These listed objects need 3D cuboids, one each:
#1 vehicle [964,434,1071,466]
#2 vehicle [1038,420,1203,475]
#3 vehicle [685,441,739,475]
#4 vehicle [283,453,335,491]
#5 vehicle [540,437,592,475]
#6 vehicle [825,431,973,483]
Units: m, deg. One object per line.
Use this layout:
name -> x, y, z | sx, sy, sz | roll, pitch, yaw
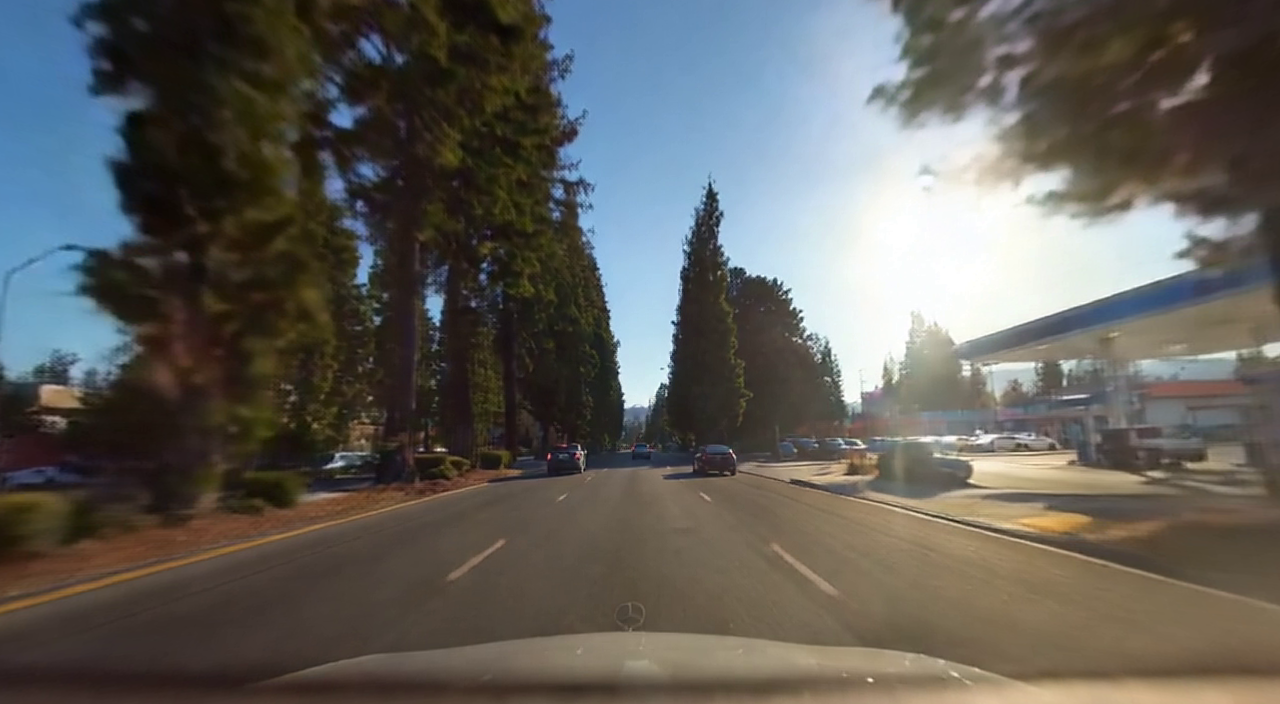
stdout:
vehicle -> 22.567, 5.843, 37.785 | 5.111, 1.785, 2.119 | 0, -8, -4
vehicle -> 16.833, 3.353, 22.280 | 4.107, 1.487, 1.937 | -5, -7, 3
vehicle -> 3.448, 5.153, 30.955 | 2.010, 1.486, 4.498 | 0, -8, -1
vehicle -> -14.778, 5.300, 28.148 | 1.839, 1.478, 4.437 | 4, -9, -27
vehicle -> -3.632, 5.160, 31.626 | 2.051, 1.747, 4.370 | 0, -8, 1
vehicle -> 9.479, 3.835, 23.264 | 4.526, 1.768, 2.056 | 1, -9, -8
